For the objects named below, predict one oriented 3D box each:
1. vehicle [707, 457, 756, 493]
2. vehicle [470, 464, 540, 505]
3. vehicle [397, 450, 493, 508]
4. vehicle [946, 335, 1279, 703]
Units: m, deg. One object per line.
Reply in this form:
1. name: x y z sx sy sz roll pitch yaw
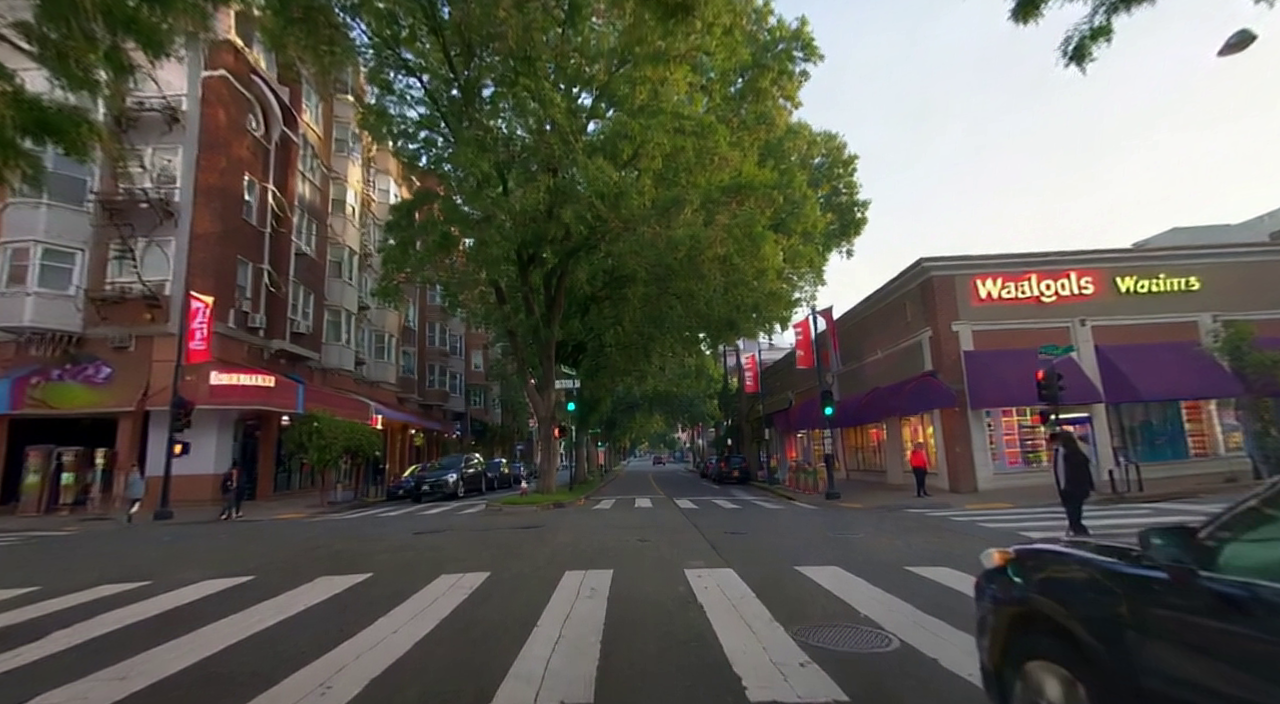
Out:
1. vehicle: 5.205 7.048 36.586 2.010 1.844 4.386 0 -8 -2
2. vehicle: -5.749 5.693 27.466 1.983 1.438 4.559 0 -8 1
3. vehicle: -8.791 5.718 29.202 2.489 2.323 5.843 0 -8 0
4. vehicle: 2.730 0.861 2.287 1.822 1.654 2.794 0 -8 1
